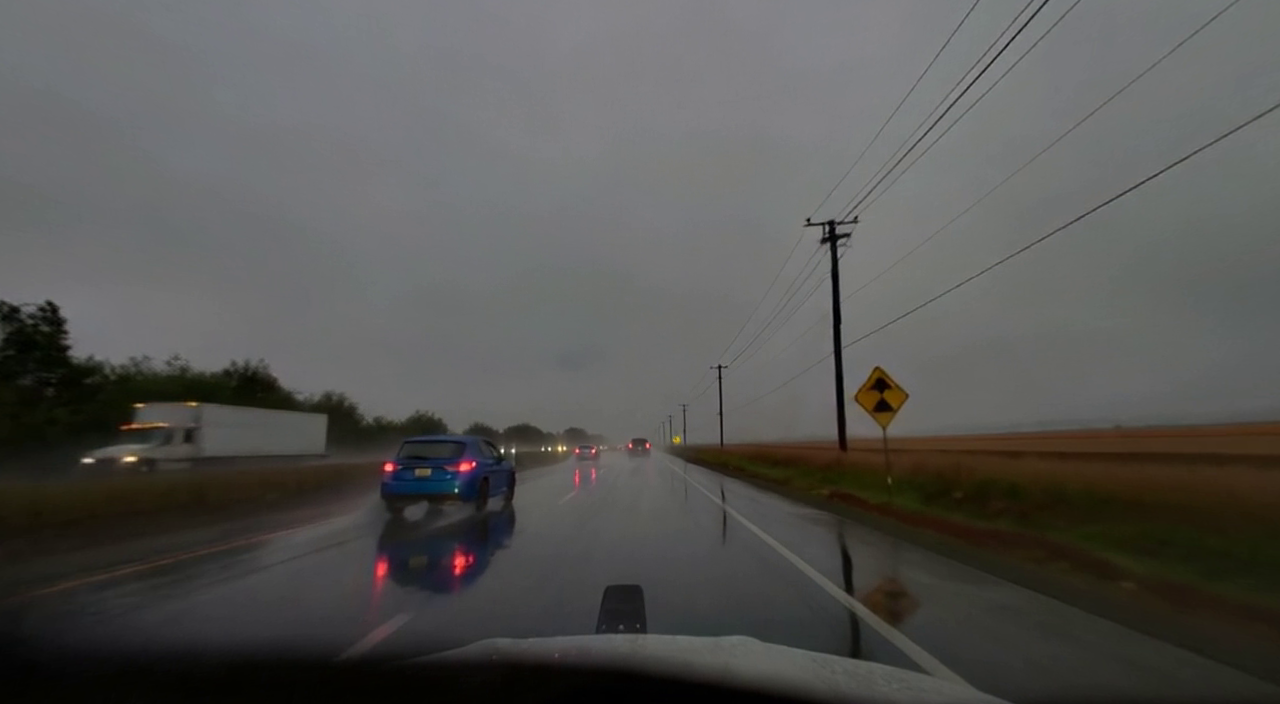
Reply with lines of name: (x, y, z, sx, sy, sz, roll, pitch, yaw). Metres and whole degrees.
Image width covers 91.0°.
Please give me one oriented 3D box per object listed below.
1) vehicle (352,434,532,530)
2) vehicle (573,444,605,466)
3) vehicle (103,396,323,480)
vehicle: (-3.783, 2.573, 13.125, 2.120, 1.597, 4.810, -1, -9, 1)
vehicle: (-3.718, 7.584, 46.348, 1.953, 1.517, 4.407, -1, -9, 0)
vehicle: (-25.014, 5.437, 38.890, 2.908, 4.075, 15.445, 0, -9, 0)
